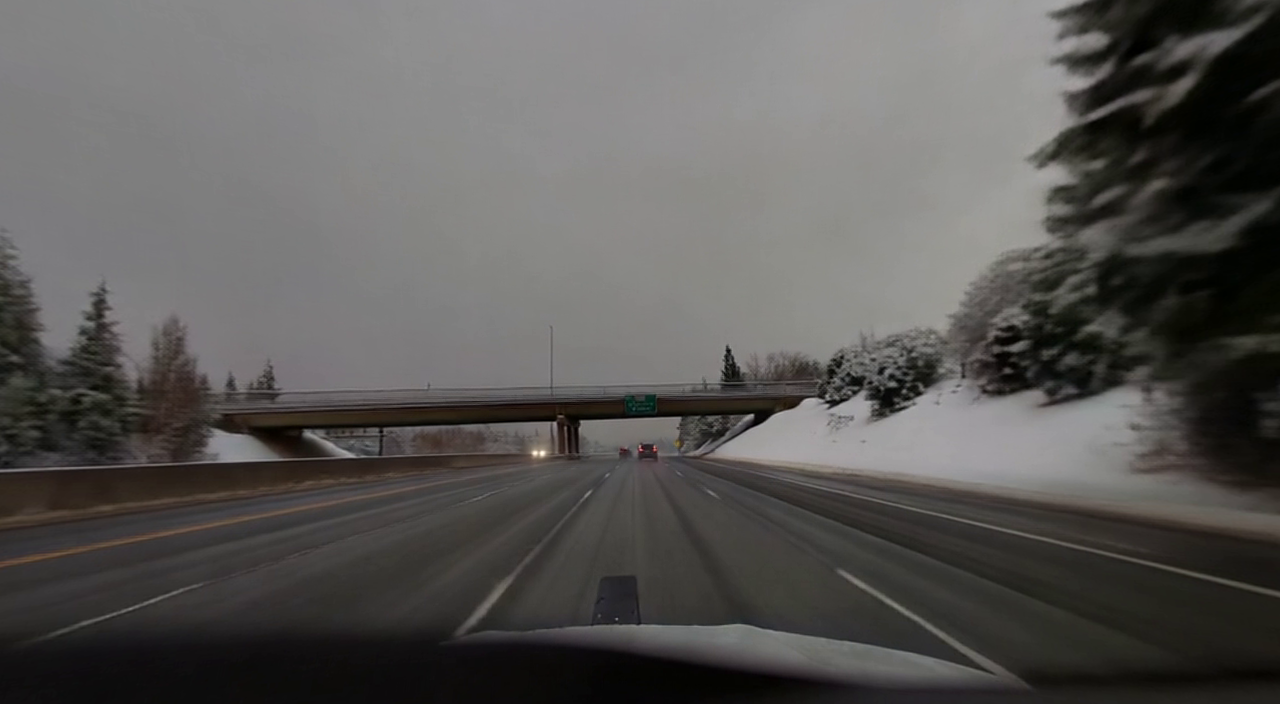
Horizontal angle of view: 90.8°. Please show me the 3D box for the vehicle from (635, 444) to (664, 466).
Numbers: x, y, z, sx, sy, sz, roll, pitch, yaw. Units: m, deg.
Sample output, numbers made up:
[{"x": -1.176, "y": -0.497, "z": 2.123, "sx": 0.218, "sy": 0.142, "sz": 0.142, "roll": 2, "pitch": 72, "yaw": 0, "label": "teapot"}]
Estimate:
[{"x": 0.644, "y": 7.254, "z": 44.735, "sx": 1.970, "sy": 1.477, "sz": 4.158, "roll": 0, "pitch": -9, "yaw": -1, "label": "vehicle"}]
